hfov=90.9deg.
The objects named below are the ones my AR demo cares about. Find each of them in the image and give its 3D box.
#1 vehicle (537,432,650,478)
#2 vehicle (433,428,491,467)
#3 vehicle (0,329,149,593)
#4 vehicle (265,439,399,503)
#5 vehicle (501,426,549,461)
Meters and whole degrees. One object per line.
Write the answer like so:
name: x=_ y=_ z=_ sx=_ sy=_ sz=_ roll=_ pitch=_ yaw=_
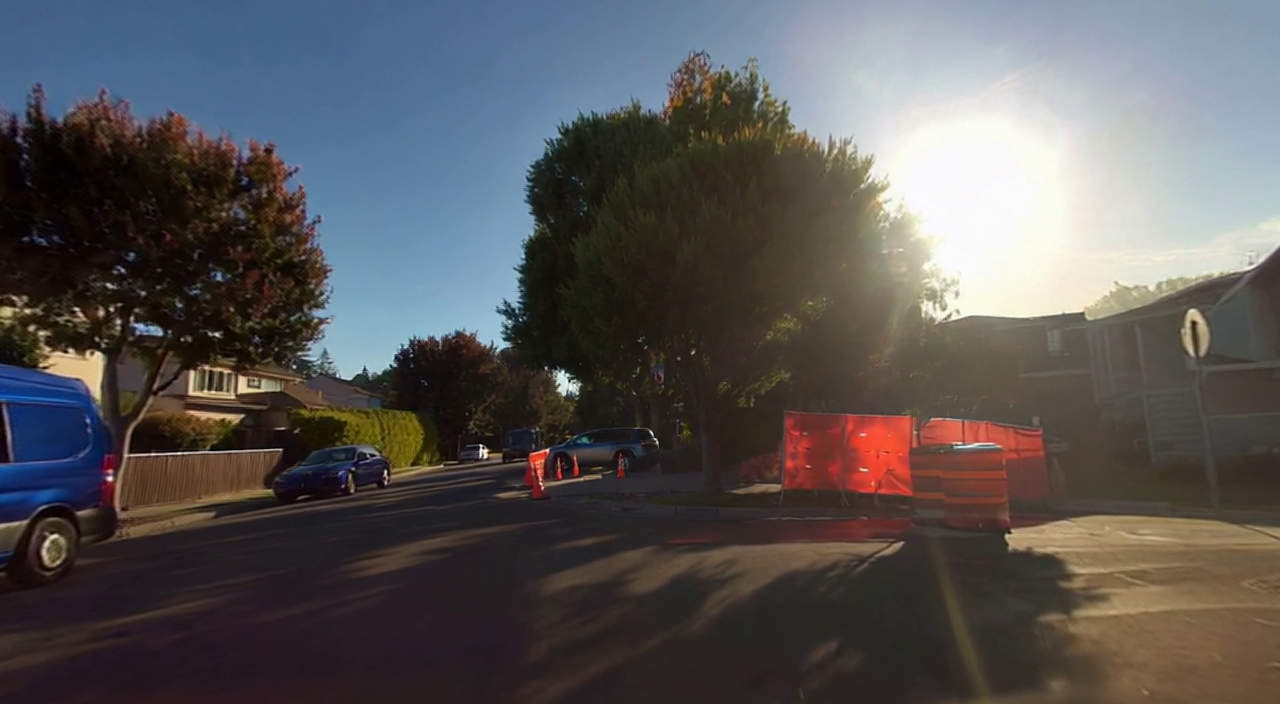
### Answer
vehicle: x=-1.508 y=3.513 z=21.899 sx=1.827 sy=1.436 sz=4.070 roll=-5 pitch=-9 yaw=32
vehicle: x=-9.603 y=5.186 z=34.433 sx=2.042 sy=1.937 sz=4.960 roll=0 pitch=-8 yaw=-4
vehicle: x=-7.100 y=0.908 z=4.444 sx=2.284 sy=2.500 sz=7.006 roll=-2 pitch=-6 yaw=-6
vehicle: x=-8.295 y=3.185 z=17.443 sx=1.899 sy=1.524 sz=4.082 roll=0 pitch=-8 yaw=-5
vehicle: x=-6.828 y=5.501 z=37.961 sx=2.219 sy=1.984 sz=4.712 roll=0 pitch=-8 yaw=-3
